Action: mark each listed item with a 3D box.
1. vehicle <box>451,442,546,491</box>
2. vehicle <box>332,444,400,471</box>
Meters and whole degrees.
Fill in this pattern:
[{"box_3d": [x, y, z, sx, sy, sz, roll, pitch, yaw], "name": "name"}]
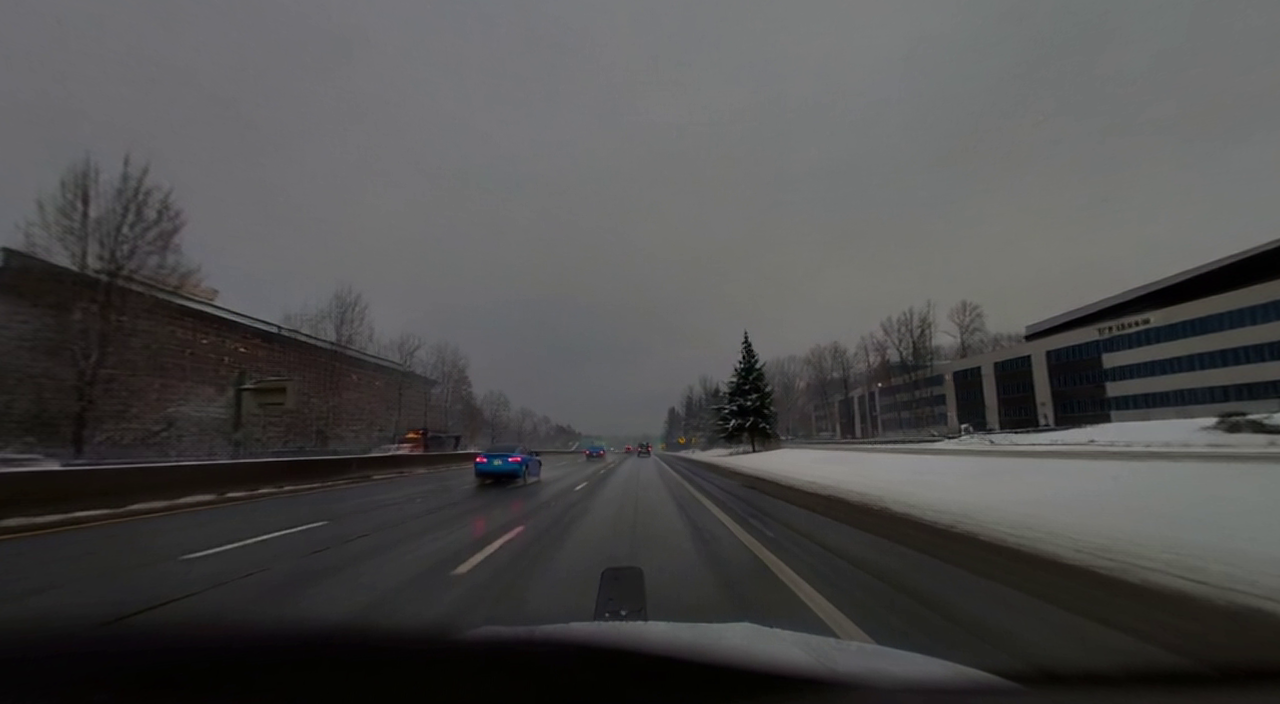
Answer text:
[{"box_3d": [-4.589, 3.764, 21.148, 2.083, 1.471, 4.350, 0, -8, 1], "name": "vehicle"}, {"box_3d": [-17.066, 6.572, 39.556, 2.067, 1.558, 4.631, 0, -8, 1], "name": "vehicle"}]
